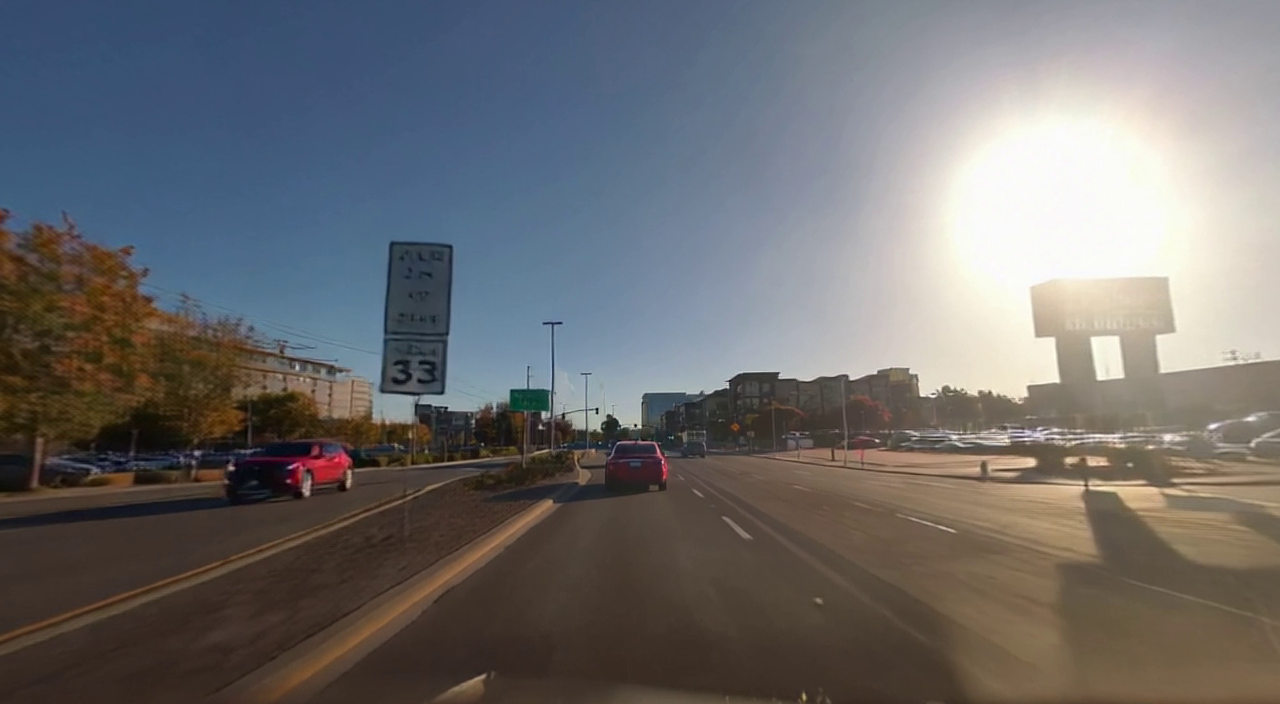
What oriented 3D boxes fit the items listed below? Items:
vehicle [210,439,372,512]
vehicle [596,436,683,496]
[{"bbox_3d":[-9.066,3.165,16.831,1.903,1.476,4.395,-6,-8,-1],"label":"vehicle"},{"bbox_3d":[-0.055,3.101,17.522,2.126,1.475,3.967,0,-8,-1],"label":"vehicle"}]
